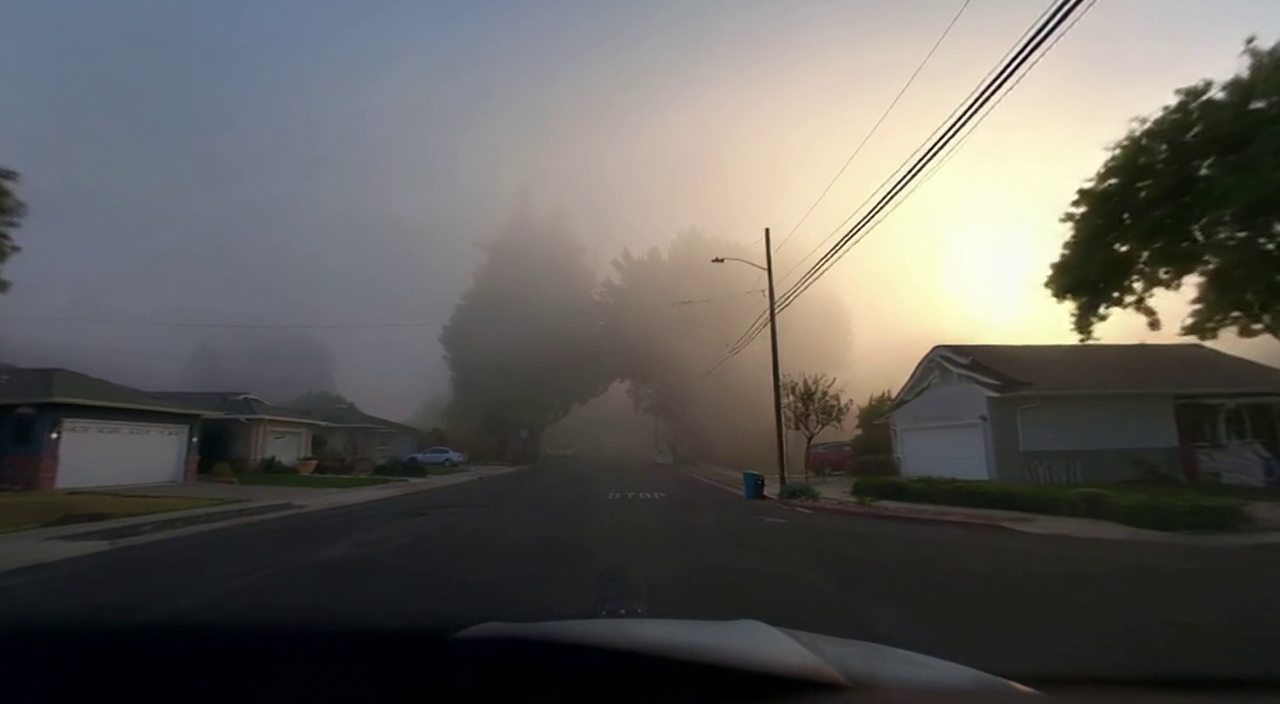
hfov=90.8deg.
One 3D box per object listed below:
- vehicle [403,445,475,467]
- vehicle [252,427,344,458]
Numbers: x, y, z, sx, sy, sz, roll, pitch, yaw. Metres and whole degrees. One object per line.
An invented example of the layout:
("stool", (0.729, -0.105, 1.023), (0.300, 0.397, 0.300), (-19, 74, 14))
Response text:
("vehicle", (-14.394, 7.451, 45.530), (4.572, 1.522, 1.999), (1, -9, -5))
("vehicle", (-19.207, 5.124, 35.603), (4.093, 1.661, 1.765), (0, -9, -6))
